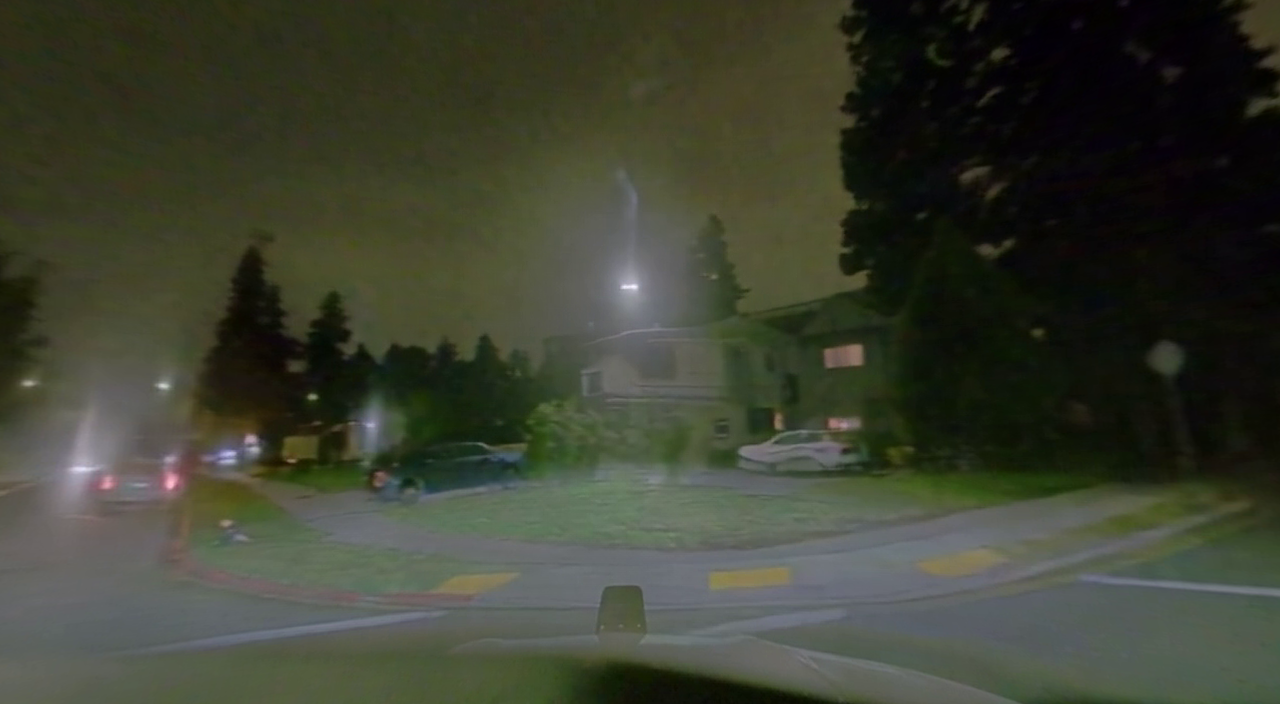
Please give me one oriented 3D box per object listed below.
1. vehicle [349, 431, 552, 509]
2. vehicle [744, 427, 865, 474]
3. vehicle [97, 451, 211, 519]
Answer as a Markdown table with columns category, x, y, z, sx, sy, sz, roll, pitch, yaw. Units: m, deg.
| category | x | y | z | sx | sy | sz | roll | pitch | yaw |
| --- | --- | --- | --- | --- | --- | --- | --- | --- | --- |
| vehicle | -4.796 | 2.920 | 16.127 | 4.595 | 1.620 | 1.984 | 3 | -9 | -33 |
| vehicle | 5.694 | 3.369 | 21.628 | 3.896 | 1.447 | 1.919 | 6 | -9 | -34 |
| vehicle | -14.042 | 3.755 | 18.325 | 2.242 | 1.661 | 4.273 | 6 | -10 | -35 |
